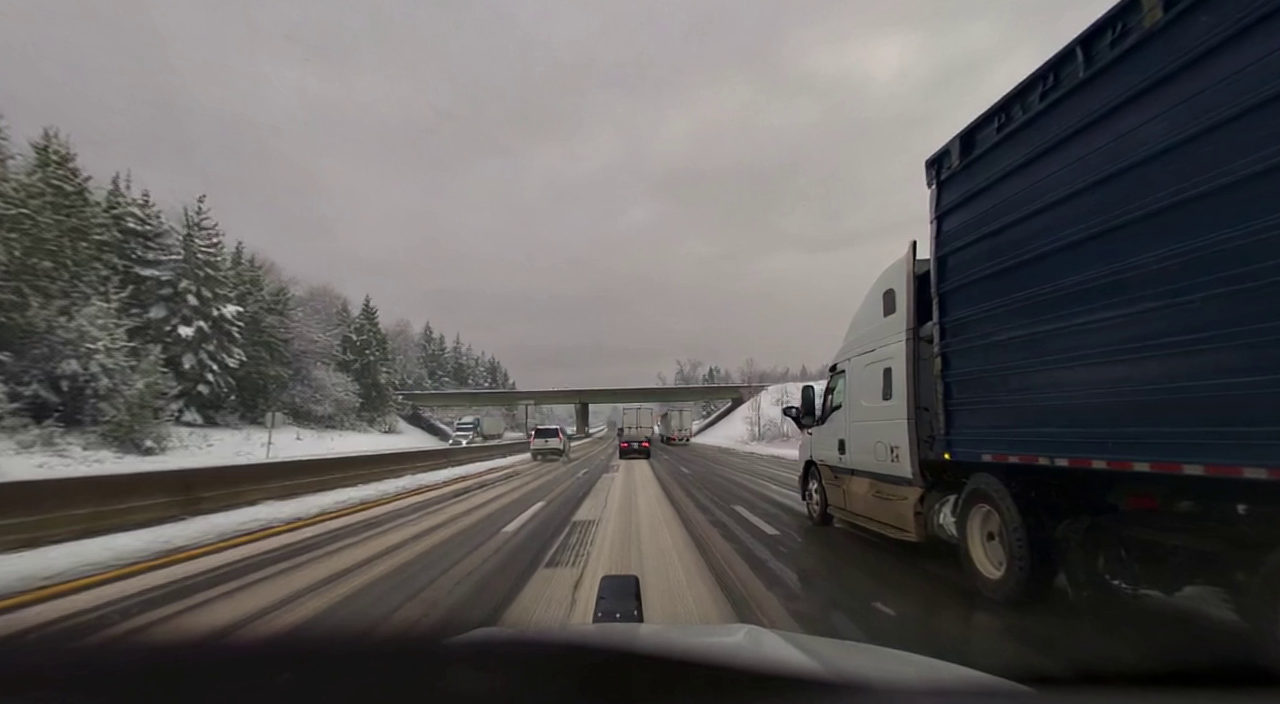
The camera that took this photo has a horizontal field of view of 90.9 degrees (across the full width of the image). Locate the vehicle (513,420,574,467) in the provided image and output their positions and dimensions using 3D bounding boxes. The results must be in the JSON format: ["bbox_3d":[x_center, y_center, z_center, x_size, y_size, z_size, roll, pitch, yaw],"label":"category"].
[{"bbox_3d":[-4.294,4.145,28.763,2.013,1.961,4.692,0,-8,0],"label":"vehicle"}]

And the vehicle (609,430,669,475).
[{"bbox_3d":[-0.054,3.764,23.852,2.059,1.522,3.693,0,-8,-1],"label":"vehicle"}]

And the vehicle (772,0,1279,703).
[{"bbox_3d":[3.600,0.358,5.992,2.783,3.483,7.836,0,-8,-1],"label":"vehicle"}]
